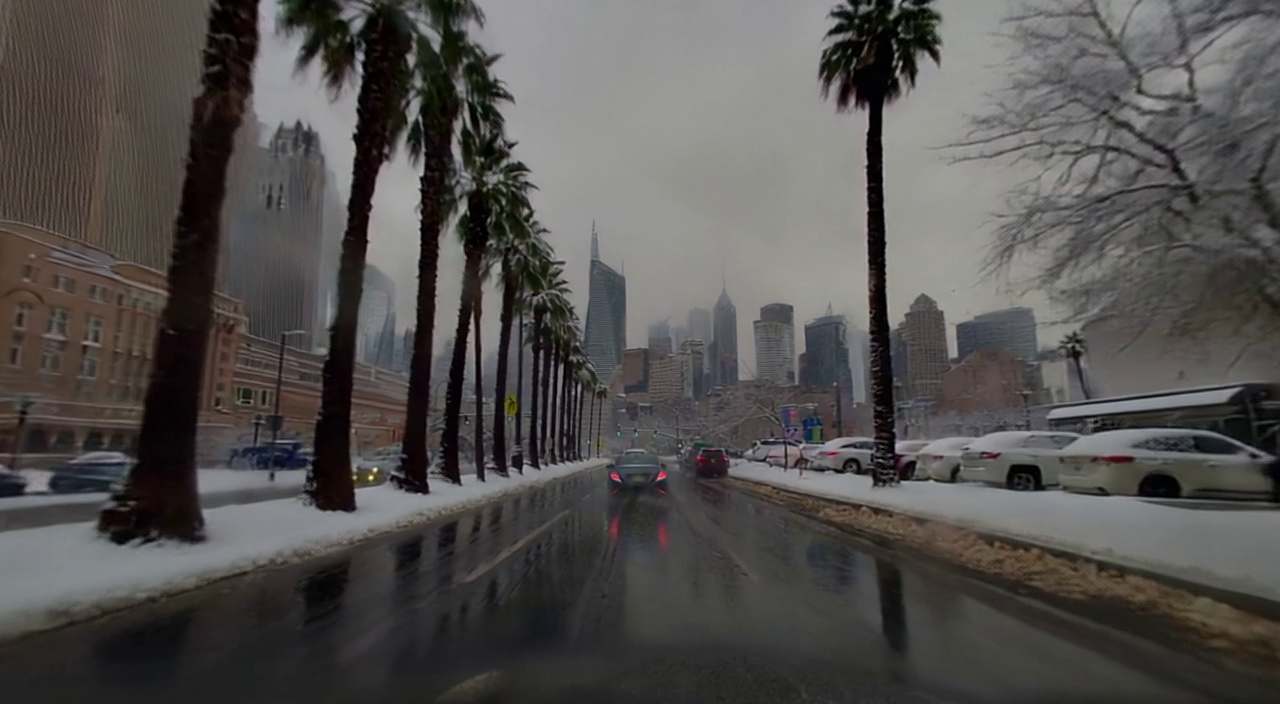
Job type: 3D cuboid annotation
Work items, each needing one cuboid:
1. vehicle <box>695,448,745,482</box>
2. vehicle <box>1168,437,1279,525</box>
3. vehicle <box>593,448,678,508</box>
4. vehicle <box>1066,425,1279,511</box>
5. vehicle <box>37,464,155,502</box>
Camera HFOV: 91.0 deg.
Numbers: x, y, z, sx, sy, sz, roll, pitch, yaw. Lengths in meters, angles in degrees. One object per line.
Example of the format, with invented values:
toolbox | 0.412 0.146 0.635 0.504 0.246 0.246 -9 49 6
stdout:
vehicle | 4.422 6.304 35.479 2.136 1.774 4.778 0 -9 0
vehicle | 13.054 2.364 11.798 4.363 1.488 2.248 1 -9 -3
vehicle | -0.082 3.611 18.486 2.235 1.528 3.876 0 -9 1
vehicle | 12.909 2.597 14.388 4.696 1.776 2.253 0 -9 -3
vehicle | -26.569 6.375 30.965 1.913 1.604 4.331 0 -9 0
